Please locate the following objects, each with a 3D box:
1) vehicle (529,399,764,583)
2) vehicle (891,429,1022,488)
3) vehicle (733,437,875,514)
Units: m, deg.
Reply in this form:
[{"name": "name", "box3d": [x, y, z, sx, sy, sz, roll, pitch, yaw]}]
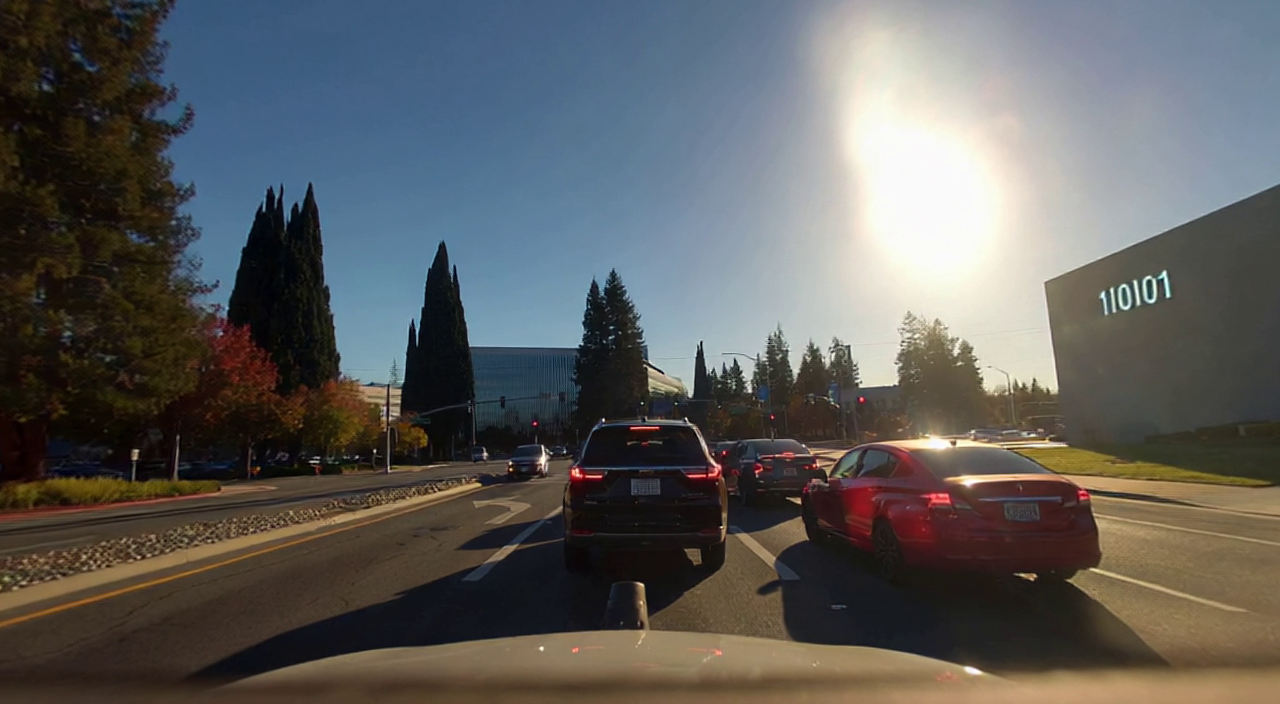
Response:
[{"name": "vehicle", "box3d": [0.061, 1.660, 8.262, 2.266, 1.762, 4.131, 0, -9, 0]}, {"name": "vehicle", "box3d": [10.862, 3.698, 22.133, 2.123, 1.812, 4.553, 0, -9, -1]}, {"name": "vehicle", "box3d": [3.495, 2.719, 14.414, 1.997, 1.471, 4.321, 0, -9, -1]}]
